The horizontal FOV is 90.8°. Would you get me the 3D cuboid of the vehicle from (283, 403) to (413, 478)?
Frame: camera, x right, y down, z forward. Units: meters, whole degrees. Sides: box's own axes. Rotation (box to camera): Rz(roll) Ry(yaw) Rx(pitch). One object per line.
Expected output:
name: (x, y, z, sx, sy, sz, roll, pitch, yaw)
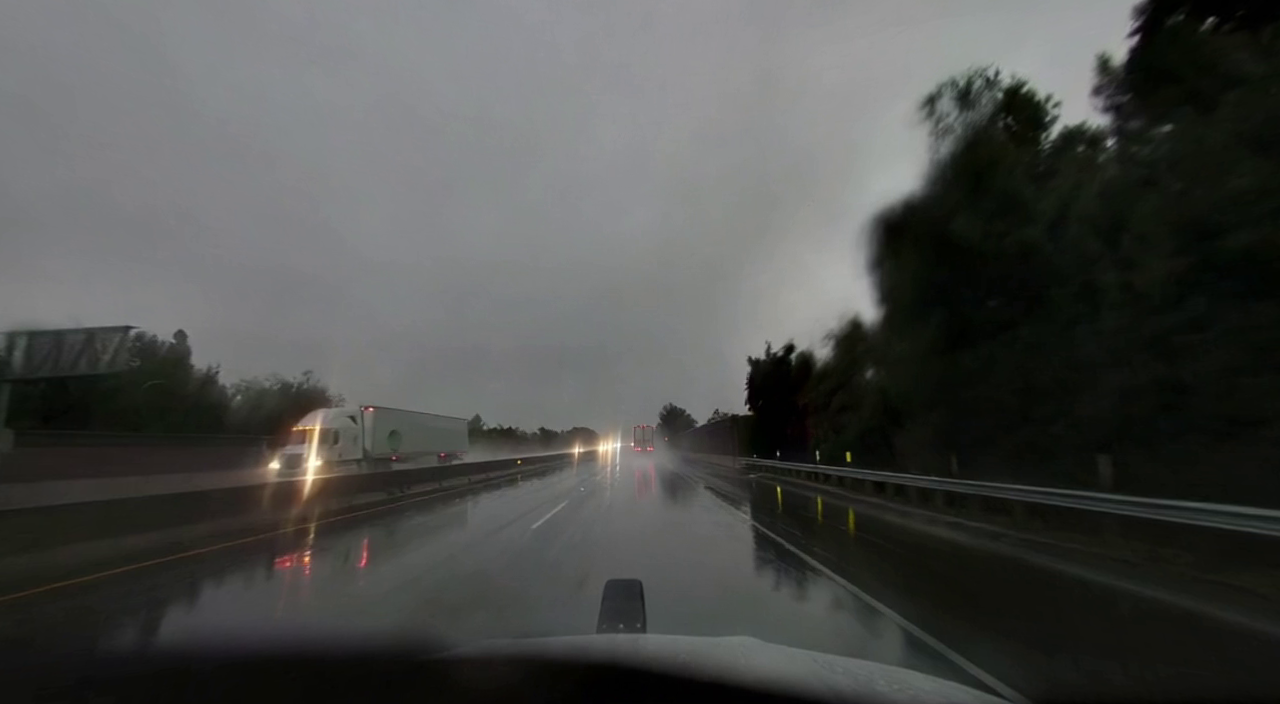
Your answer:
vehicle: (-17.345, 5.470, 38.651, 2.964, 3.929, 10.326, 0, -9, 0)
